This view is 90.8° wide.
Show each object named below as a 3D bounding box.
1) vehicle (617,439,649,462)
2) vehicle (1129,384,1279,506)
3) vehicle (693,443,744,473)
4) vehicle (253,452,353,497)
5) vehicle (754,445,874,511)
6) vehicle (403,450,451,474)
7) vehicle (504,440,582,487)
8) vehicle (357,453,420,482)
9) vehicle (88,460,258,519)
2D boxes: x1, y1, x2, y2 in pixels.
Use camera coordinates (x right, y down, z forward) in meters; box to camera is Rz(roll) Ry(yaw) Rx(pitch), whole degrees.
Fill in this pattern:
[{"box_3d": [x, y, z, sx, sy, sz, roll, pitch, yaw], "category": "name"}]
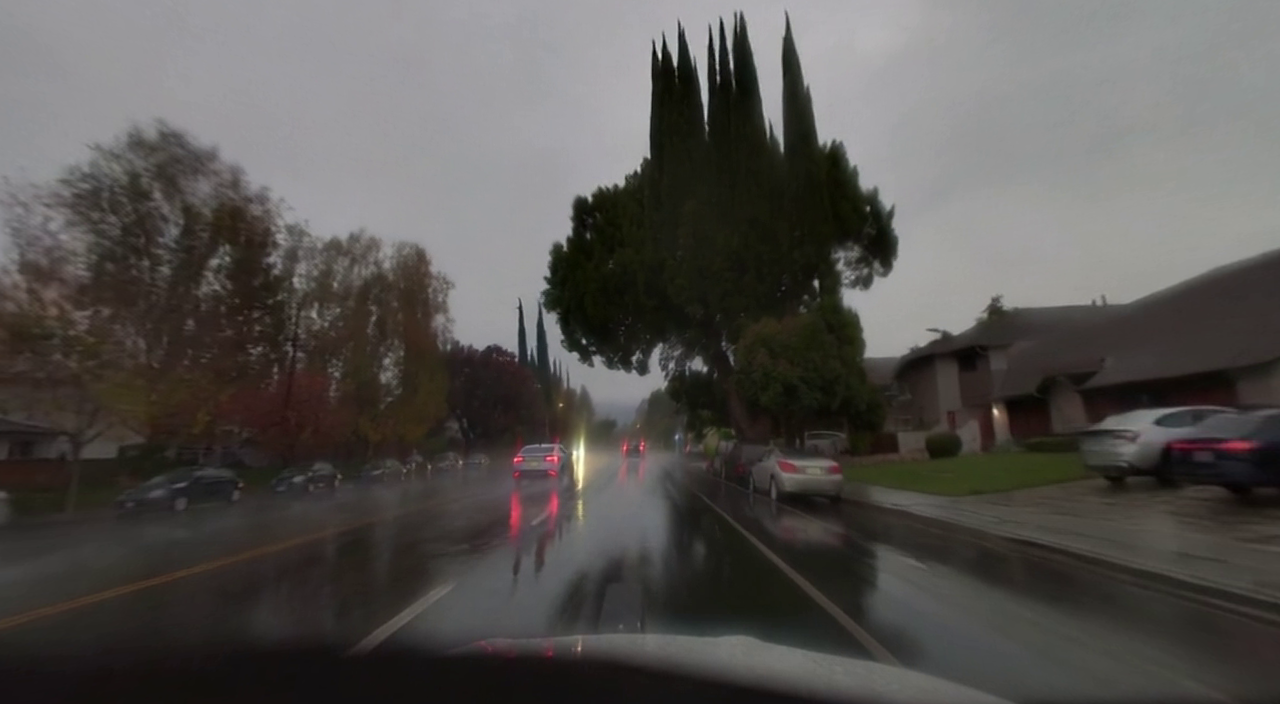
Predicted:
[{"box_3d": [-0.455, 6.763, 43.352, 2.088, 1.495, 4.048, 0, -9, 0], "category": "vehicle"}, {"box_3d": [10.875, 1.450, 9.963, 4.543, 1.706, 2.082, 0, -9, -1], "category": "vehicle"}, {"box_3d": [4.177, 5.727, 34.411, 1.928, 1.479, 5.069, 0, -9, -2], "category": "vehicle"}, {"box_3d": [-14.693, 5.320, 27.868, 1.914, 1.747, 4.550, 0, -9, 0], "category": "vehicle"}, {"box_3d": [4.288, 3.152, 16.361, 1.890, 1.459, 4.371, 0, -9, 1], "category": "vehicle"}, {"box_3d": [-14.593, 7.523, 43.563, 1.830, 1.511, 4.734, 0, -9, -2], "category": "vehicle"}, {"box_3d": [-3.319, 3.908, 22.515, 2.027, 1.477, 4.413, 0, -9, 1], "category": "vehicle"}, {"box_3d": [-14.654, 6.732, 37.136, 1.827, 1.480, 4.738, 0, -9, -1], "category": "vehicle"}, {"box_3d": [-14.605, 4.287, 20.199, 1.898, 1.530, 4.675, 0, -9, -1], "category": "vehicle"}]
